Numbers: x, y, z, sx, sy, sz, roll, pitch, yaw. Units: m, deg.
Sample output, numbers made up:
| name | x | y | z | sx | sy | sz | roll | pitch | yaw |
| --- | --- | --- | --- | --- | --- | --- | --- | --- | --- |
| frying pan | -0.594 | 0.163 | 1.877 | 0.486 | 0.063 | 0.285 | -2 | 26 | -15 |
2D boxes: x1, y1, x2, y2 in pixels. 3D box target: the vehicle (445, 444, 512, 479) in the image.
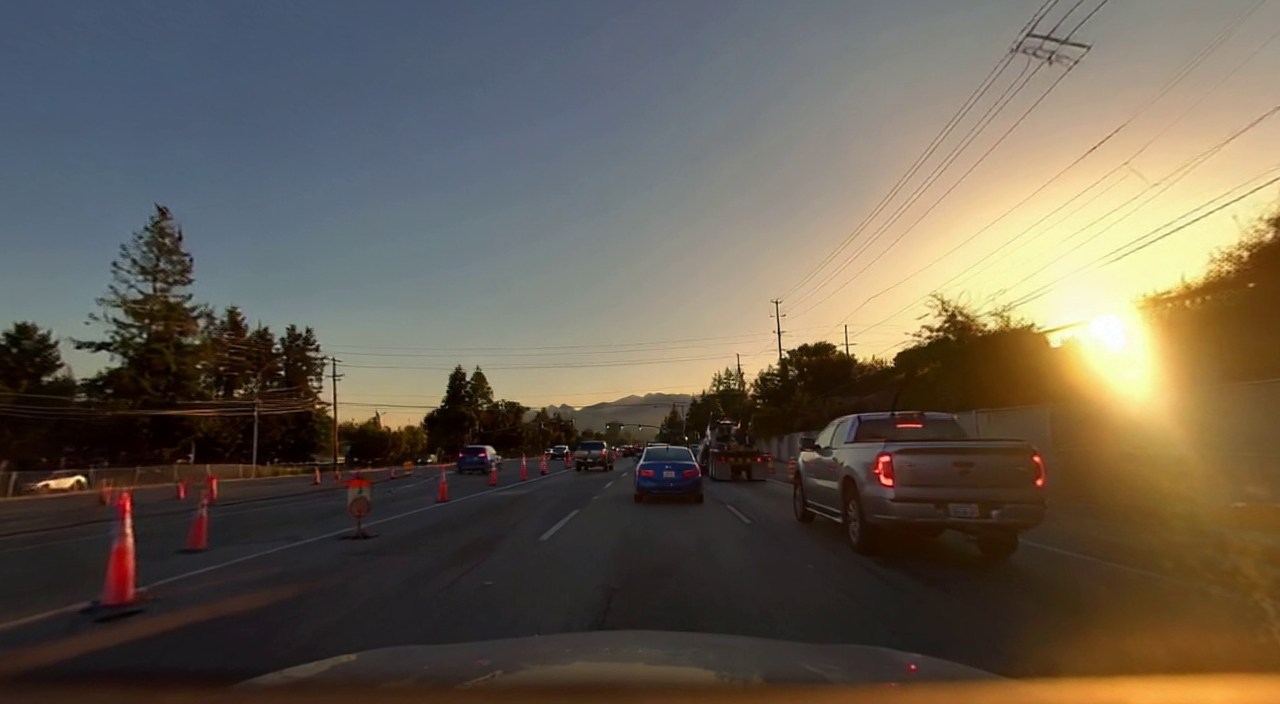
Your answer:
| name | x | y | z | sx | sy | sz | roll | pitch | yaw |
| --- | --- | --- | --- | --- | --- | --- | --- | --- | --- |
| vehicle | -7.574 | 5.182 | 30.152 | 2.018 | 1.490 | 4.926 | 0 | -8 | -1 |

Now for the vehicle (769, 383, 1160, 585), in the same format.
| name | x | y | z | sx | sy | sz | roll | pitch | yaw |
| --- | --- | --- | --- | --- | --- | --- | --- | --- | --- |
| vehicle | 3.882 | 1.776 | 9.483 | 2.555 | 2.017 | 6.201 | 0 | -9 | 0 |

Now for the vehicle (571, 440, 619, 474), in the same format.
| name | x | y | z | sx | sy | sz | roll | pitch | yaw |
| --- | --- | --- | --- | --- | --- | --- | --- | --- | --- |
| vehicle | -2.340 | 5.629 | 33.990 | 1.989 | 1.729 | 4.184 | -1 | -8 | 4 |

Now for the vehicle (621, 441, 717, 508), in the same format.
| name | x | y | z | sx | sy | sz | roll | pitch | yaw |
| --- | --- | --- | --- | --- | --- | --- | --- | --- | --- |
| vehicle | 0.673 | 3.038 | 16.167 | 2.128 | 1.473 | 4.272 | 0 | -8 | 1 |
